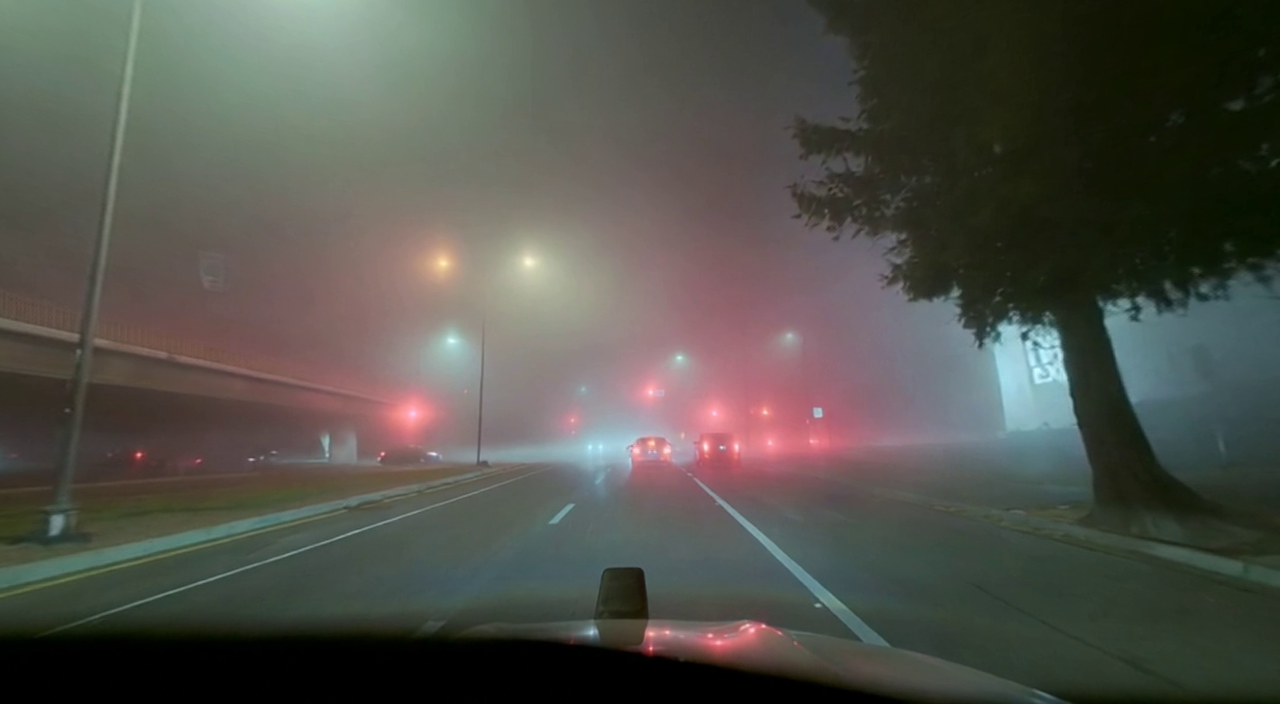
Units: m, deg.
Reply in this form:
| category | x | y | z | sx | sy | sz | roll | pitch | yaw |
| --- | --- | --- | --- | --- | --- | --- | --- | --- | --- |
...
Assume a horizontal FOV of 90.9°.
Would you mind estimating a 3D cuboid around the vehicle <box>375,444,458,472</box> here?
| category | x | y | z | sx | sy | sz | roll | pitch | yaw |
| --- | --- | --- | --- | --- | --- | --- | --- | --- | --- |
| vehicle | -13.229 | 6.277 | 37.577 | 1.860 | 1.543 | 4.302 | -6 | -10 | 35 |

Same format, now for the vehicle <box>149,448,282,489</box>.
| category | x | y | z | sx | sy | sz | roll | pitch | yaw |
| --- | --- | --- | --- | --- | --- | --- | --- | --- | --- |
| vehicle | -18.962 | 5.180 | 28.448 | 1.832 | 1.611 | 4.546 | -5 | -9 | 28 |

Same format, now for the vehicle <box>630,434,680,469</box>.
| category | x | y | z | sx | sy | sz | roll | pitch | yaw |
| --- | --- | --- | --- | --- | --- | --- | --- | --- | --- |
| vehicle | 0.645 | 4.511 | 28.747 | 2.101 | 1.467 | 4.210 | 0 | -8 | 0 |

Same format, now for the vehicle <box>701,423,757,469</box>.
| category | x | y | z | sx | sy | sz | roll | pitch | yaw |
| --- | --- | --- | --- | --- | --- | --- | --- | --- | --- |
| vehicle | 4.151 | 4.484 | 30.095 | 2.080 | 1.999 | 4.379 | 0 | -8 | 0 |
